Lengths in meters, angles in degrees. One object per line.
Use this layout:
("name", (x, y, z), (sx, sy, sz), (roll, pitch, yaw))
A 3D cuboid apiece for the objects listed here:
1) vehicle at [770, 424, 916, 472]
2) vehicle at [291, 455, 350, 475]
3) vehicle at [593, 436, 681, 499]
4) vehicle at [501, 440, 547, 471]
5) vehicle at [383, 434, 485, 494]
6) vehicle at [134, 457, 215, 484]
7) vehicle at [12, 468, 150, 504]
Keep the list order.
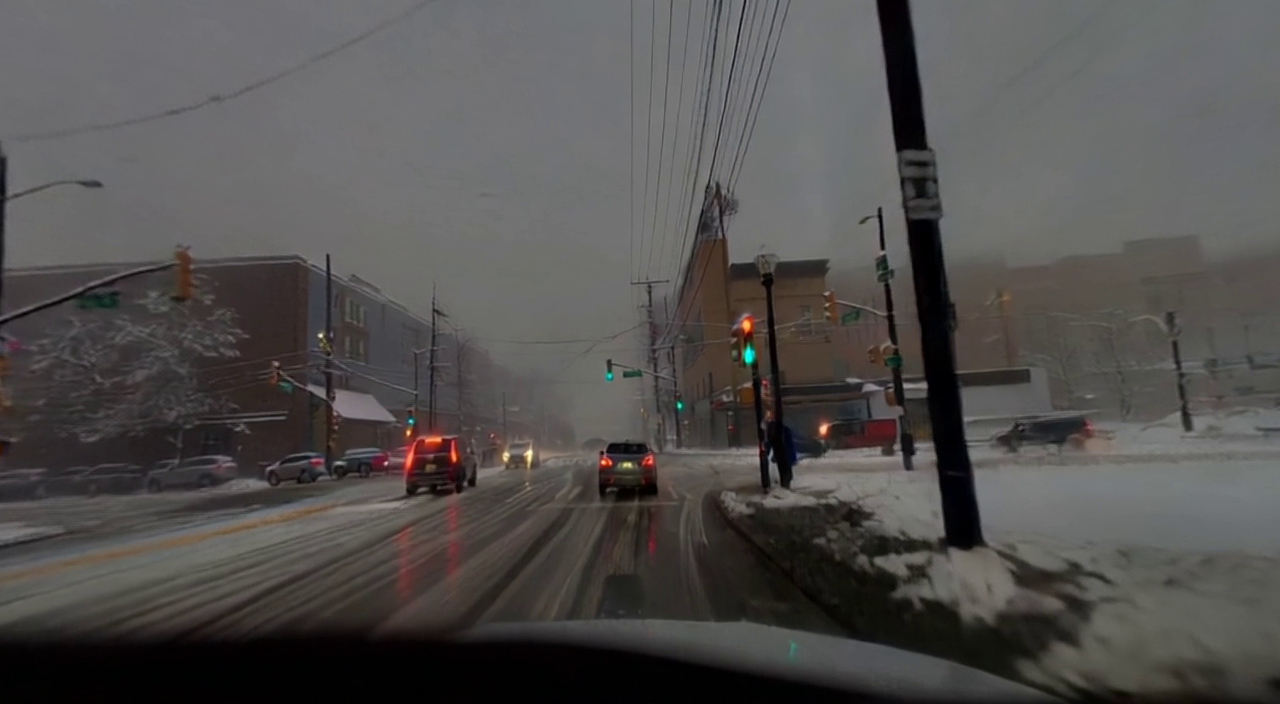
("vehicle", (7.483, 3.559, 23.563), (4.714, 1.686, 1.973), (1, -8, -8))
("vehicle", (-23.054, 8.167, 45.691), (3.360, 1.392, 1.674), (-1, -9, 0))
("vehicle", (0.064, 3.121, 17.497), (2.059, 1.497, 4.260), (-1, -8, 5))
("vehicle", (-5.936, 5.192, 31.973), (2.097, 1.457, 4.439), (2, -8, -12))
("vehicle", (-6.638, 3.627, 20.892), (2.063, 1.751, 4.229), (0, -8, -2))
("vehicle", (-34.776, 8.841, 47.308), (4.492, 1.880, 1.879), (0, -8, -1))
("vehicle", (-26.045, 6.257, 29.580), (4.479, 1.484, 2.036), (0, -8, 0))
